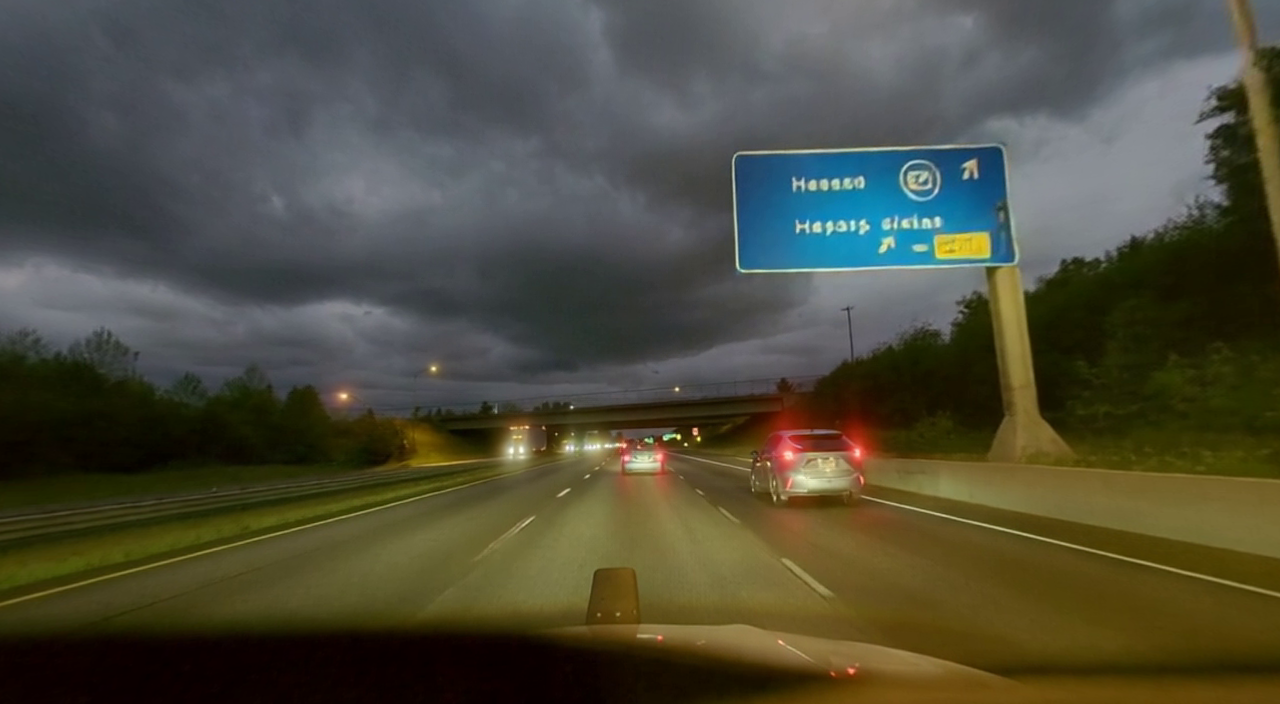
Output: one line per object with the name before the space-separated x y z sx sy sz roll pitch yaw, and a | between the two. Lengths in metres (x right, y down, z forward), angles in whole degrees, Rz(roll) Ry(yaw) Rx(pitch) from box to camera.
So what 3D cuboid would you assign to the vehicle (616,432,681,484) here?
vehicle | 0.191 3.720 22.403 2.092 1.636 4.024 0 -8 -2
